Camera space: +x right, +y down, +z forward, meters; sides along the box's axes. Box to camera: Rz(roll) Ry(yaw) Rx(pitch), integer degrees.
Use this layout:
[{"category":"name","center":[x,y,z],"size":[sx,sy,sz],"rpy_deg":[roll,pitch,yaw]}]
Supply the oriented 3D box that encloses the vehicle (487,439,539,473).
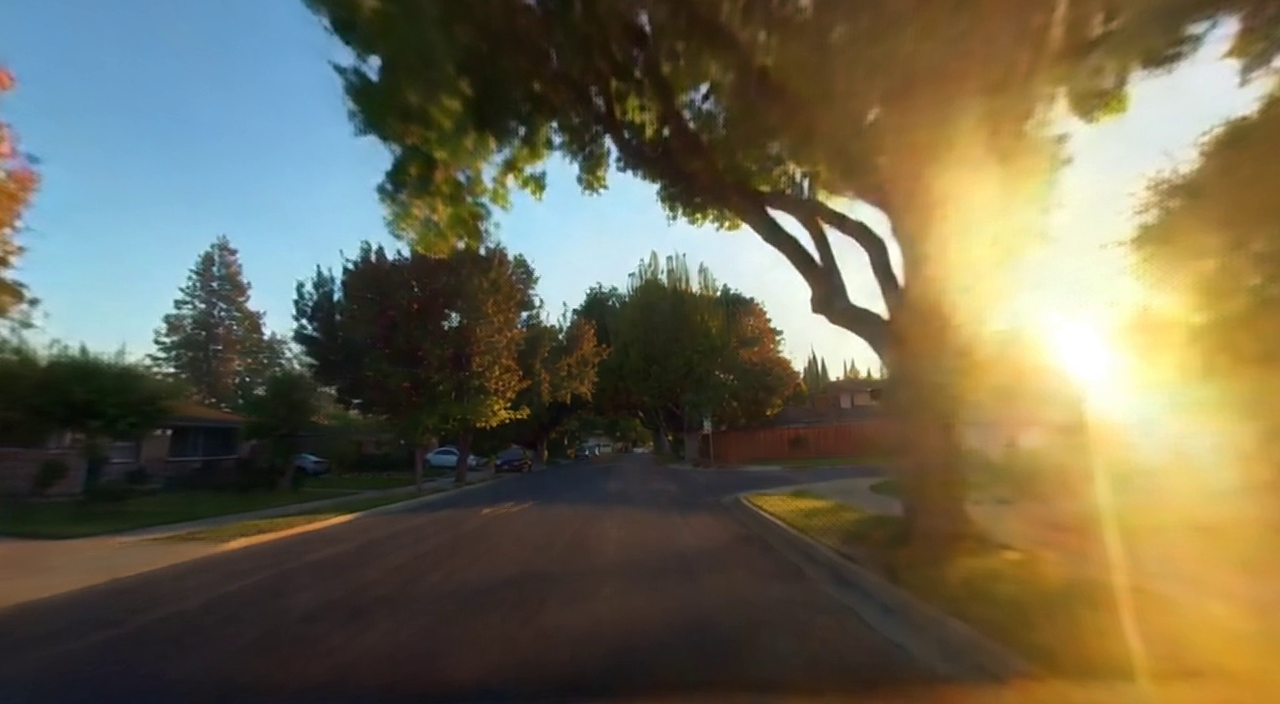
[{"category":"vehicle","center":[-7.765,6.438,39.008],"size":[2.091,1.912,4.598],"rpy_deg":[0,-10,2]}]

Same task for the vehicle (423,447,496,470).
[{"category":"vehicle","center":[-12.691,7.486,44.596],"size":[4.538,1.578,2.000],"rpy_deg":[0,-8,1]}]

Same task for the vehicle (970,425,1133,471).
[{"category":"vehicle","center":[13.583,3.207,21.066],"size":[4.086,1.450,1.830],"rpy_deg":[-1,-8,3]}]

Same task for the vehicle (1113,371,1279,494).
[{"category":"vehicle","center":[12.170,1.480,11.626],"size":[5.367,1.953,2.257],"rpy_deg":[1,-8,-9]}]
